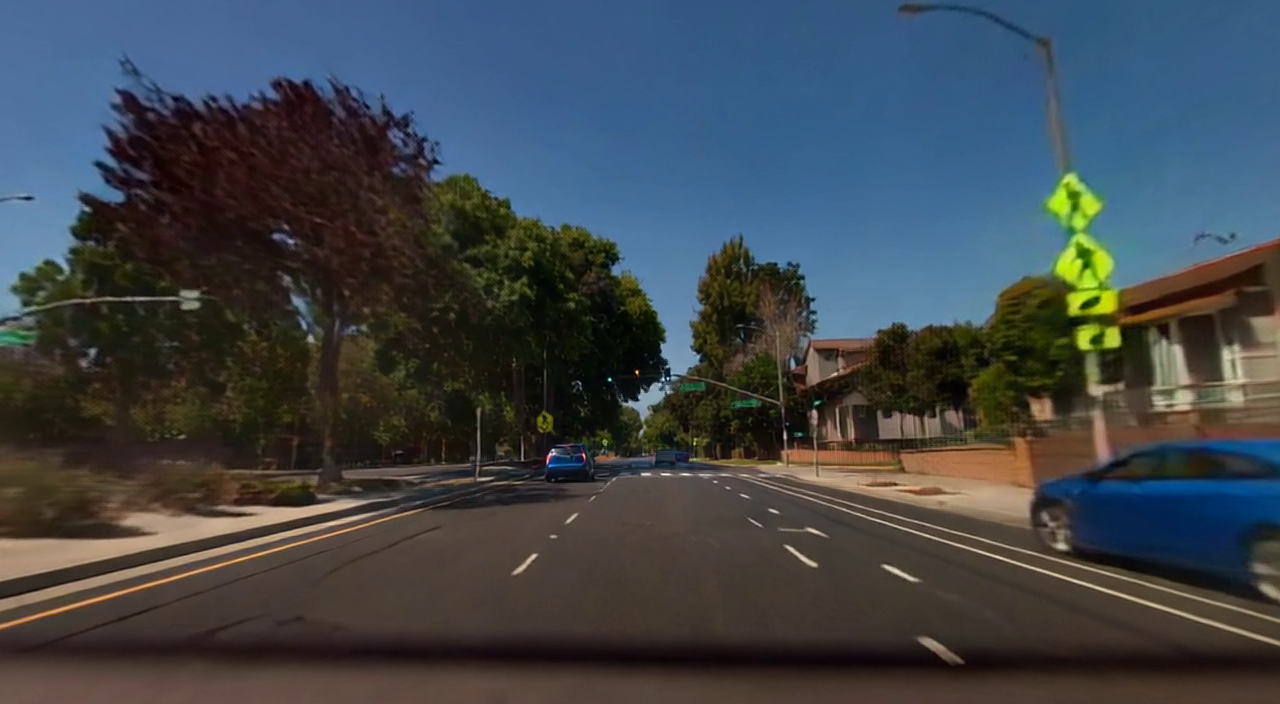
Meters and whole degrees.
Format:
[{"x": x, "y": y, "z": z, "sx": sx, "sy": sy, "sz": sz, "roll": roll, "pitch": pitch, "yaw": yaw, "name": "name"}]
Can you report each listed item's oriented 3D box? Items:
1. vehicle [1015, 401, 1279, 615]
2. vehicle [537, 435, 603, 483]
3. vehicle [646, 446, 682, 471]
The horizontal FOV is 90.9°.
[{"x": 6.102, "y": 1.373, "z": 5.902, "sx": 2.038, "sy": 1.687, "sz": 4.985, "roll": 0, "pitch": -9, "yaw": -1, "name": "vehicle"}, {"x": -2.830, "y": 4.427, "z": 26.375, "sx": 2.150, "sy": 1.812, "sz": 4.423, "roll": 0, "pitch": -8, "yaw": 1, "name": "vehicle"}, {"x": 1.505, "y": 6.889, "z": 40.997, "sx": 2.075, "sy": 1.480, "sz": 3.920, "roll": 0, "pitch": -9, "yaw": -1, "name": "vehicle"}]
